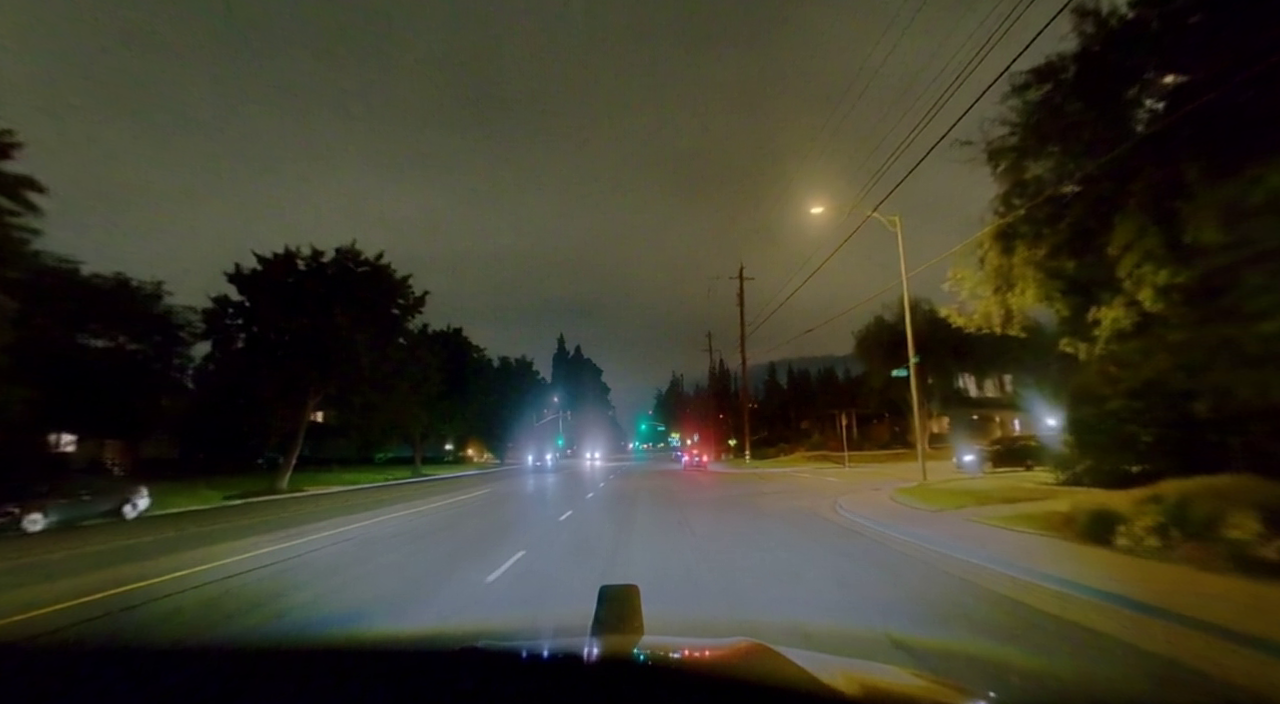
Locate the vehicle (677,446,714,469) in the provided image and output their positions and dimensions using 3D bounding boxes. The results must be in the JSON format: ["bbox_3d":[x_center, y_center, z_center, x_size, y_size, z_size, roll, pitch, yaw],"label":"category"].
[{"bbox_3d":[3.790,7.331,44.005,2.031,1.500,4.590,0,-8,-1],"label":"vehicle"}]

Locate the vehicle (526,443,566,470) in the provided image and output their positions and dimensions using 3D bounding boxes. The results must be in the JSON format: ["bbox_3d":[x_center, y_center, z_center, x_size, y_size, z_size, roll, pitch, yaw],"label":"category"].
[{"bbox_3d":[-6.751,7.517,45.788,2.092,1.810,4.882,0,-8,0],"label":"vehicle"}]

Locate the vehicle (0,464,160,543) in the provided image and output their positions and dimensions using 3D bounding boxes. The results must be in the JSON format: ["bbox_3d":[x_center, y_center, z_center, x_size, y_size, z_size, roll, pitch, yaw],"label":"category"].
[{"bbox_3d":[-13.821,3.438,14.664,1.863,1.481,4.363,-2,-9,1],"label":"vehicle"}]

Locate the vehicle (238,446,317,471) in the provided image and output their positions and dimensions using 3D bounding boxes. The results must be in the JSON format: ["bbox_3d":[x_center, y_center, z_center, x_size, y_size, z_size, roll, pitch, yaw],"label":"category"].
[{"bbox_3d":[-28.540,8.369,49.887,4.750,1.845,2.382,0,-8,-1],"label":"vehicle"}]
